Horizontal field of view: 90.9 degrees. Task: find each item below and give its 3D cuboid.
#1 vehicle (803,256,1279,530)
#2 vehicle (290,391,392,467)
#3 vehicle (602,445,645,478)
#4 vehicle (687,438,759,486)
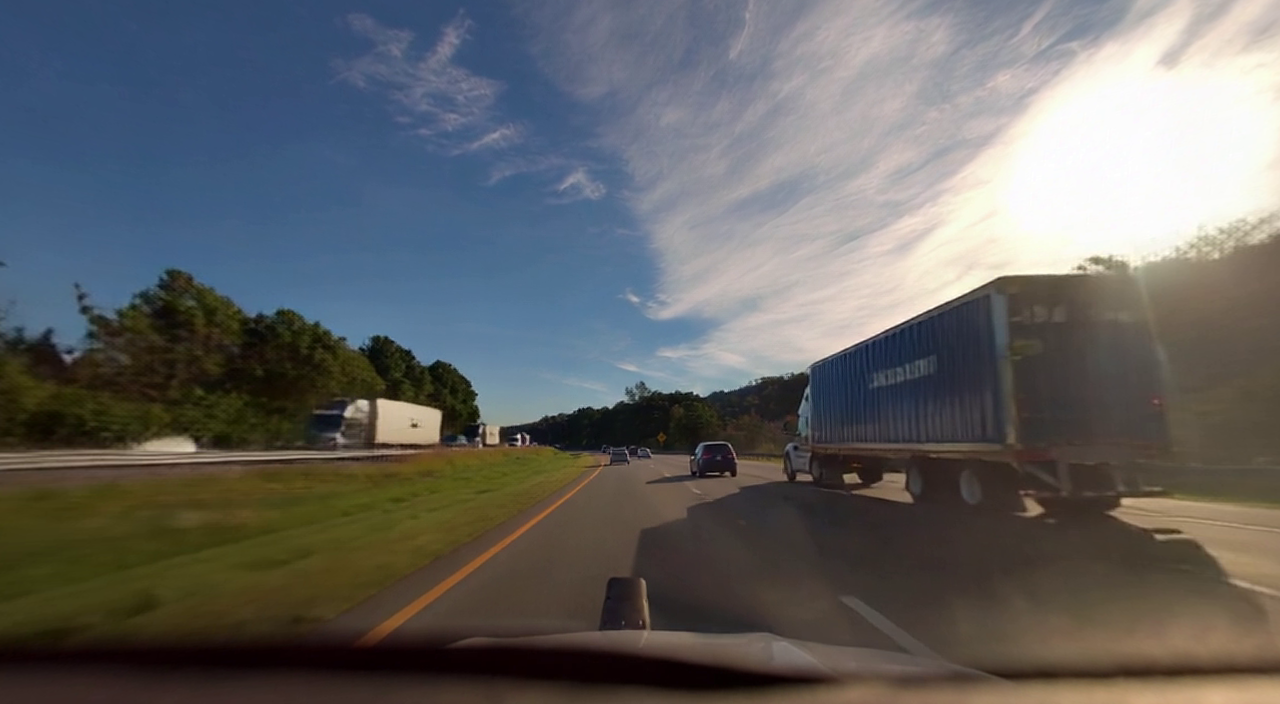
[{"bbox_3d":[7.685,1.624,16.196,2.965,3.990,14.227,0,-9,-1],"label":"vehicle"},{"bbox_3d":[-16.950,4.523,36.288,2.948,4.008,5.870,0,-9,-1],"label":"vehicle"},{"bbox_3d":[-0.843,5.414,31.463,2.050,1.534,3.771,0,-9,-2],"label":"vehicle"},{"bbox_3d":[3.000,4.064,23.589,2.013,1.623,3.916,0,-9,-2],"label":"vehicle"}]
